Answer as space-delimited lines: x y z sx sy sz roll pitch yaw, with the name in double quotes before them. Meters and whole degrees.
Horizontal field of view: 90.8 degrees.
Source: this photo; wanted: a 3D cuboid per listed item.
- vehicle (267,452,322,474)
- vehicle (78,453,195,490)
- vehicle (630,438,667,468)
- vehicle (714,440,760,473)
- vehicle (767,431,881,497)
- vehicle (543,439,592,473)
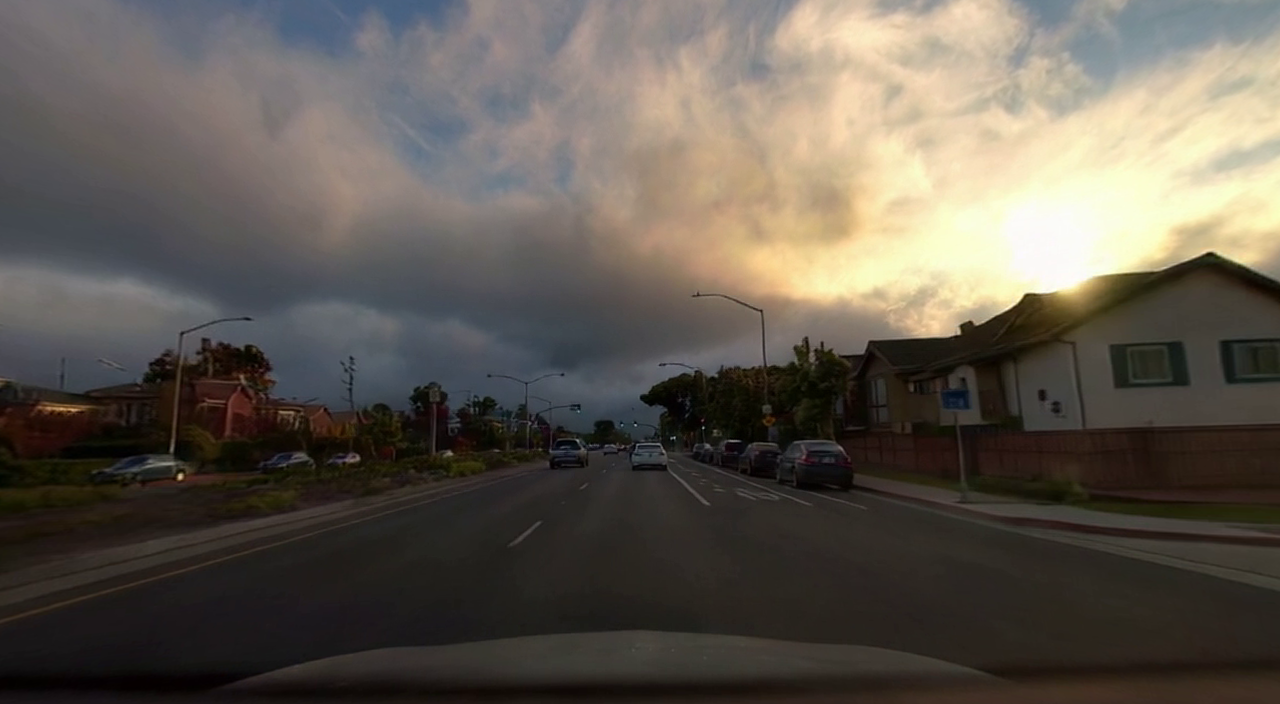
"vehicle" -26.207 8.389 48.069 1.855 1.552 4.092 0 -9 -1
"vehicle" -25.933 6.118 32.814 2.018 1.721 4.735 -1 -9 2
"vehicle" 0.462 6.728 42.187 2.273 1.851 5.075 0 -9 -1
"vehicle" 5.518 6.022 36.575 2.020 1.762 4.559 0 -9 1
"vehicle" 5.690 3.527 20.278 2.154 1.824 4.782 0 -9 -1
"vehicle" -4.004 5.814 35.599 2.233 1.775 4.491 0 -9 0
